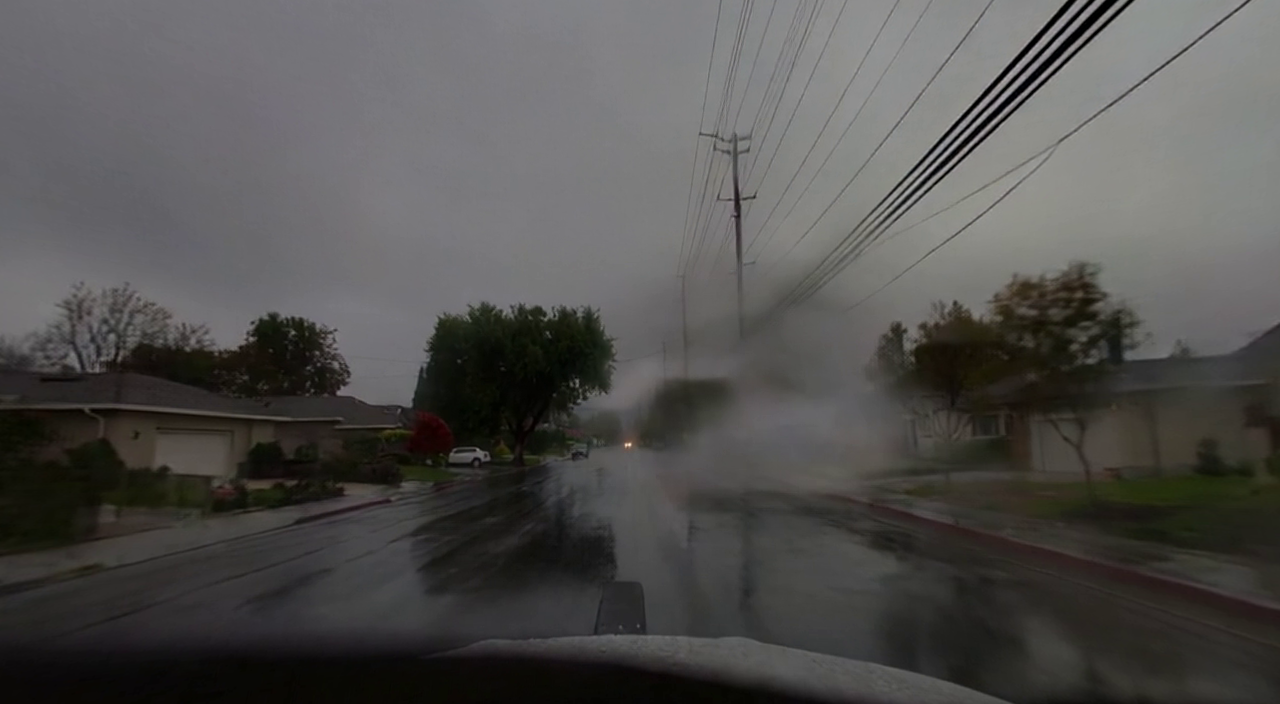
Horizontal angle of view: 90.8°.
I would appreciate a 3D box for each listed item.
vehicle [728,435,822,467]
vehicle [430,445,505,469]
[{"bbox_3d":[9.308,6.894,44.024,5.890,1.896,2.459,-2,-9,-3],"label":"vehicle"},{"bbox_3d":[-11.159,6.807,41.133,4.371,1.482,1.954,0,-9,-2],"label":"vehicle"}]
